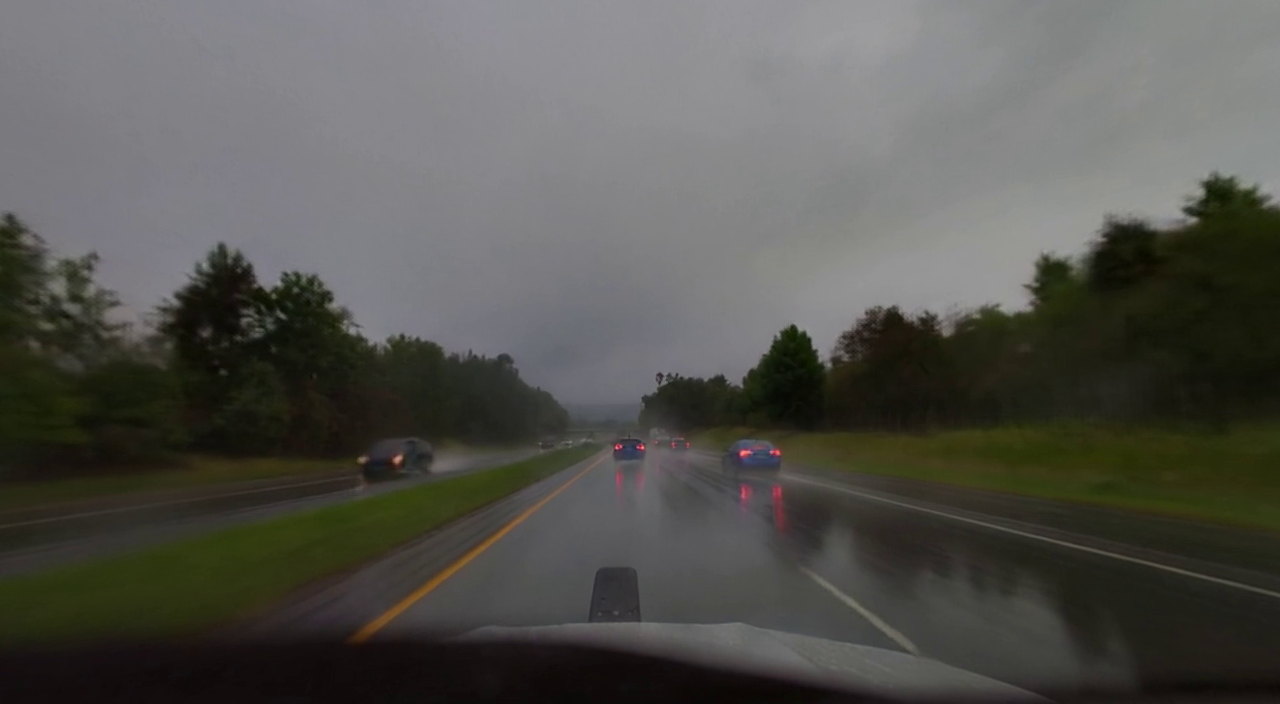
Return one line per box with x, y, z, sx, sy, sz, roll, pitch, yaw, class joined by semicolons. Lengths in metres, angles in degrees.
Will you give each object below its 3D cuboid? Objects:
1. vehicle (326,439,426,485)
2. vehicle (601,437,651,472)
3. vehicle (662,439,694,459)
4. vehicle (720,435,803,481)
-9.306;3.876;22.631;1.895;1.453;4.000;0;-8;-1;vehicle
-0.636;4.657;28.916;2.143;1.466;3.693;0;-8;-1;vehicle
2.863;7.385;48.239;2.004;1.469;4.472;0;-8;-2;vehicle
4.398;3.879;23.508;2.066;1.526;4.216;0;-8;-3;vehicle
